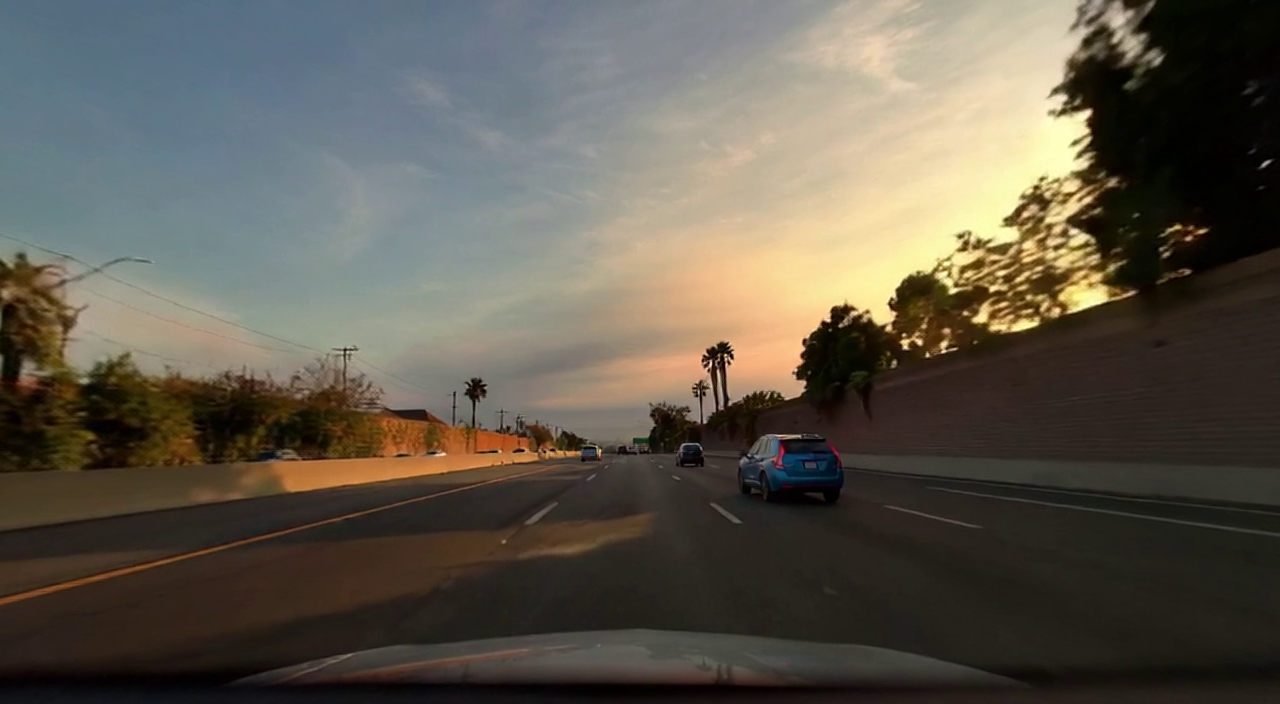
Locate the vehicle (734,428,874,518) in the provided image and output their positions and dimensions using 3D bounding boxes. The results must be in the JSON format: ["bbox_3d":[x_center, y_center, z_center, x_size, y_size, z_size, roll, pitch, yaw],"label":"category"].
[{"bbox_3d":[3.431,2.615,14.165,1.910,1.696,4.187,0,-9,-1],"label":"vehicle"}]

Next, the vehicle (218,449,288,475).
[{"bbox_3d":[-26.864,7.635,44.091,1.977,1.668,4.613,0,-9,0],"label":"vehicle"}]

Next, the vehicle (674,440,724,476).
[{"bbox_3d":[3.002,5.480,32.915,2.045,1.688,4.313,0,-9,-2],"label":"vehicle"}]
